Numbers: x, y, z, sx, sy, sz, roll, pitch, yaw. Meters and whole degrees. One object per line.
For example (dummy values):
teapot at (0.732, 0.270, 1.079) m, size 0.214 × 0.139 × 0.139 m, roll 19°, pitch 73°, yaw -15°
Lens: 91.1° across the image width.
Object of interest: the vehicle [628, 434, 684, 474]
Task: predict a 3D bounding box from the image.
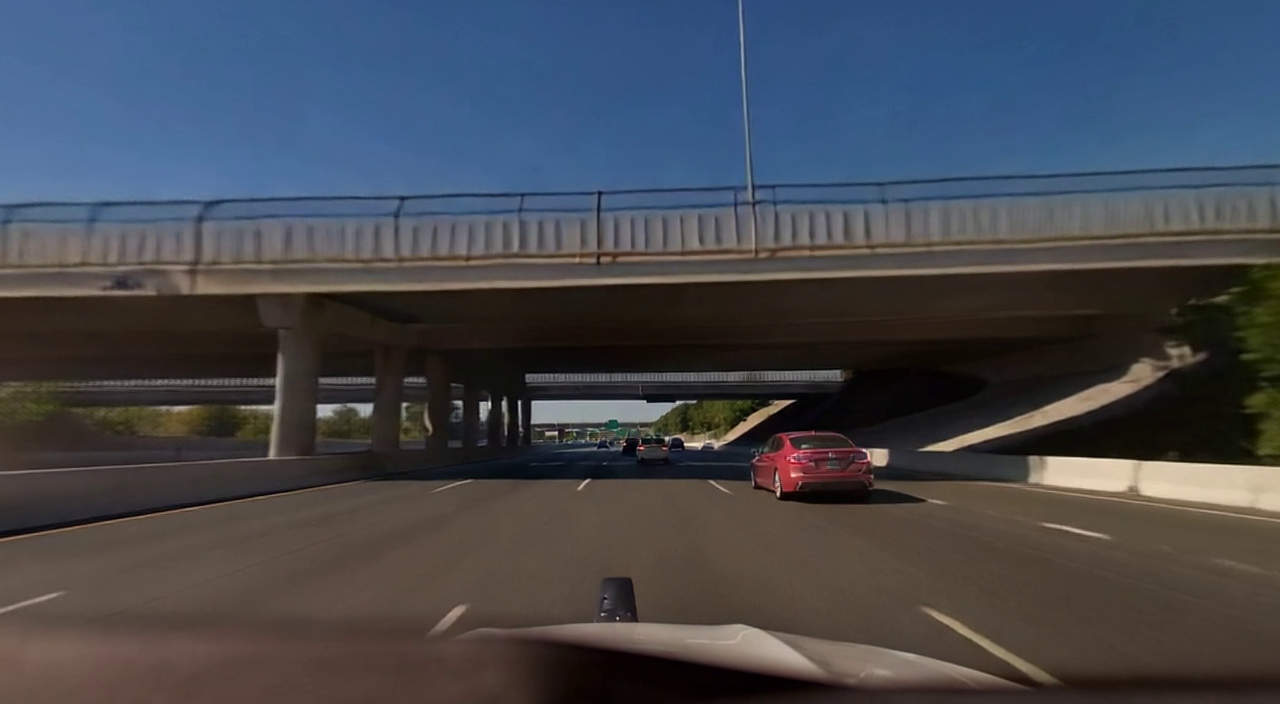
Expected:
vehicle at (0.544, 3.977, 24.821) m, size 2.046 × 1.467 × 3.844 m, roll 0°, pitch -8°, yaw -1°
